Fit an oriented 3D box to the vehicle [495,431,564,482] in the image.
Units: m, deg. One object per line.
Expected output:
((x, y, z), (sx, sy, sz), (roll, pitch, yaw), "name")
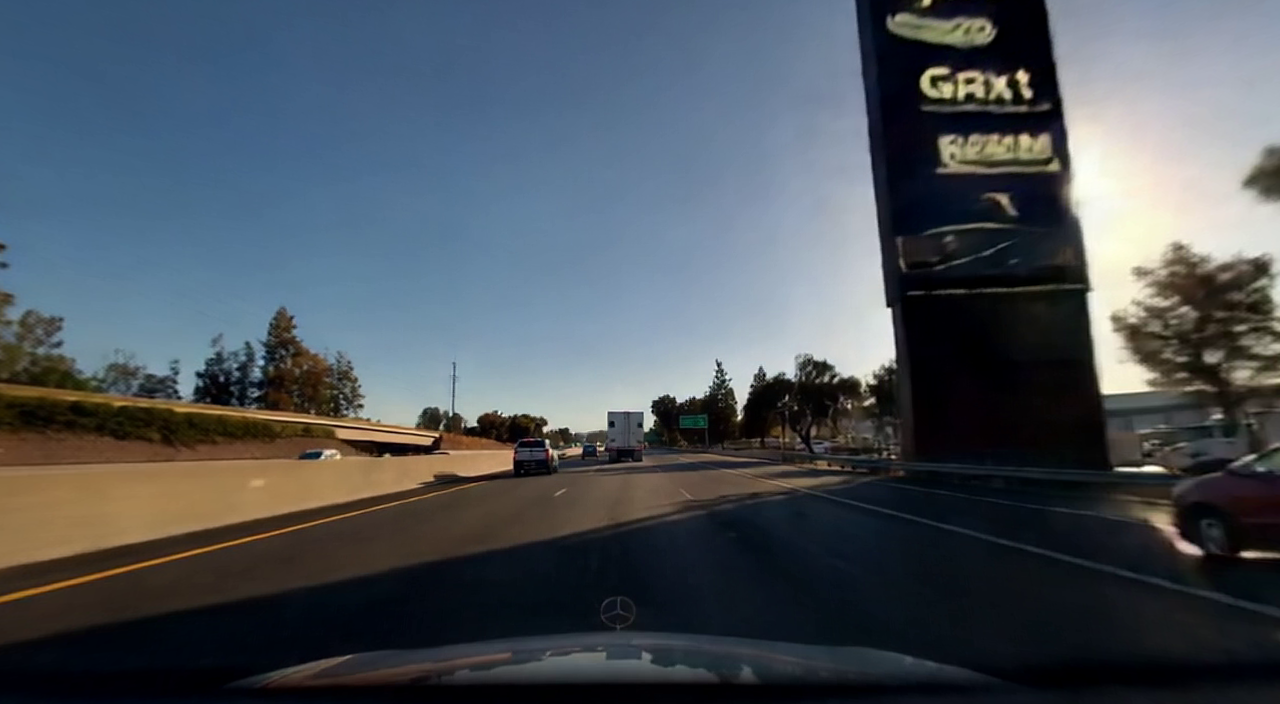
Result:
((-4.489, 4.335, 26.435), (2.095, 1.930, 4.680), (0, -8, 0), "vehicle")

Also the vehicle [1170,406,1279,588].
((6.974, 1.215, 4.952), (1.928, 1.686, 4.182), (0, -9, -1), "vehicle")

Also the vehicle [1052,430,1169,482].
((33.783, 7.398, 45.319), (7.934, 3.428, 3.258), (5, -9, -27), "vehicle")

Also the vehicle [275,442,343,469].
((-25.465, 7.968, 48.904), (2.251, 1.964, 5.807), (0, -9, -2), "vehicle")

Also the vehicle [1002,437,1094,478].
((31.574, 8.108, 48.878), (6.081, 2.952, 2.754), (4, -8, -21), "vehicle")
